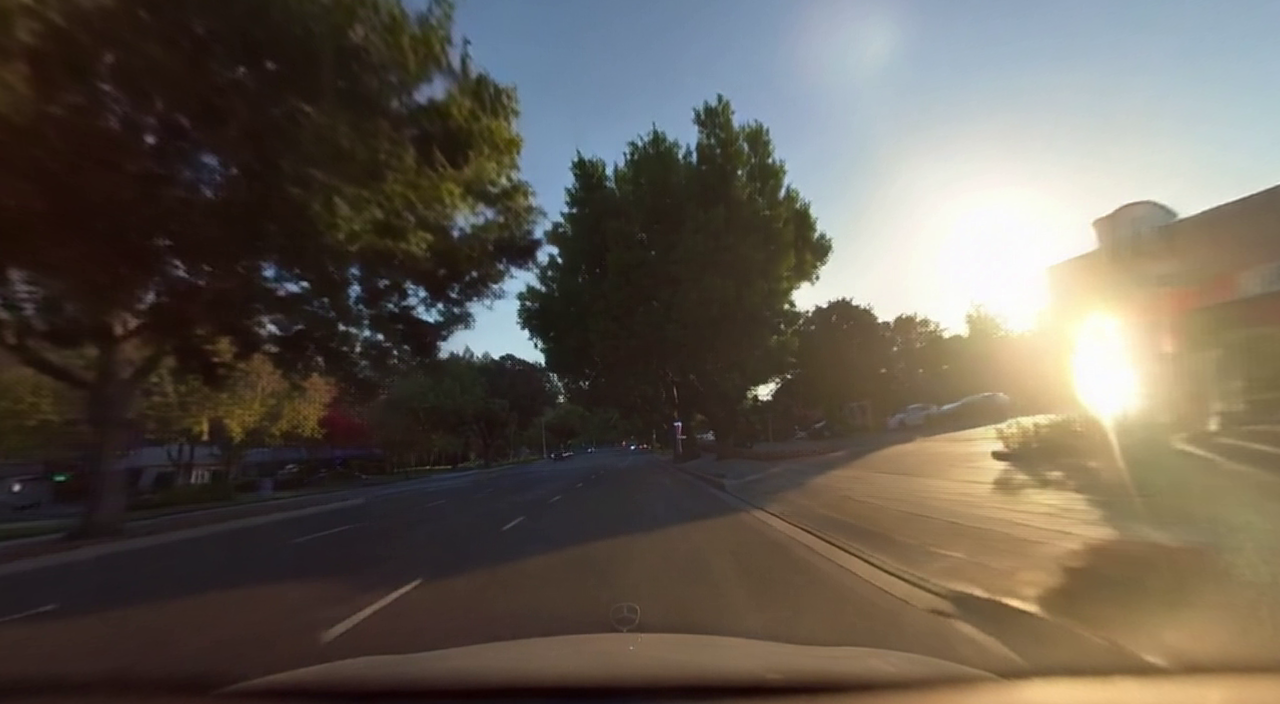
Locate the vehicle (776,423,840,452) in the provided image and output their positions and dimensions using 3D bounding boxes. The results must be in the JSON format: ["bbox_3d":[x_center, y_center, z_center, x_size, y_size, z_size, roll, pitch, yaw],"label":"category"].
[{"bbox_3d":[12.738,6.572,48.251,1.939,1.753,4.974,2,-12,-23],"label":"vehicle"}]
